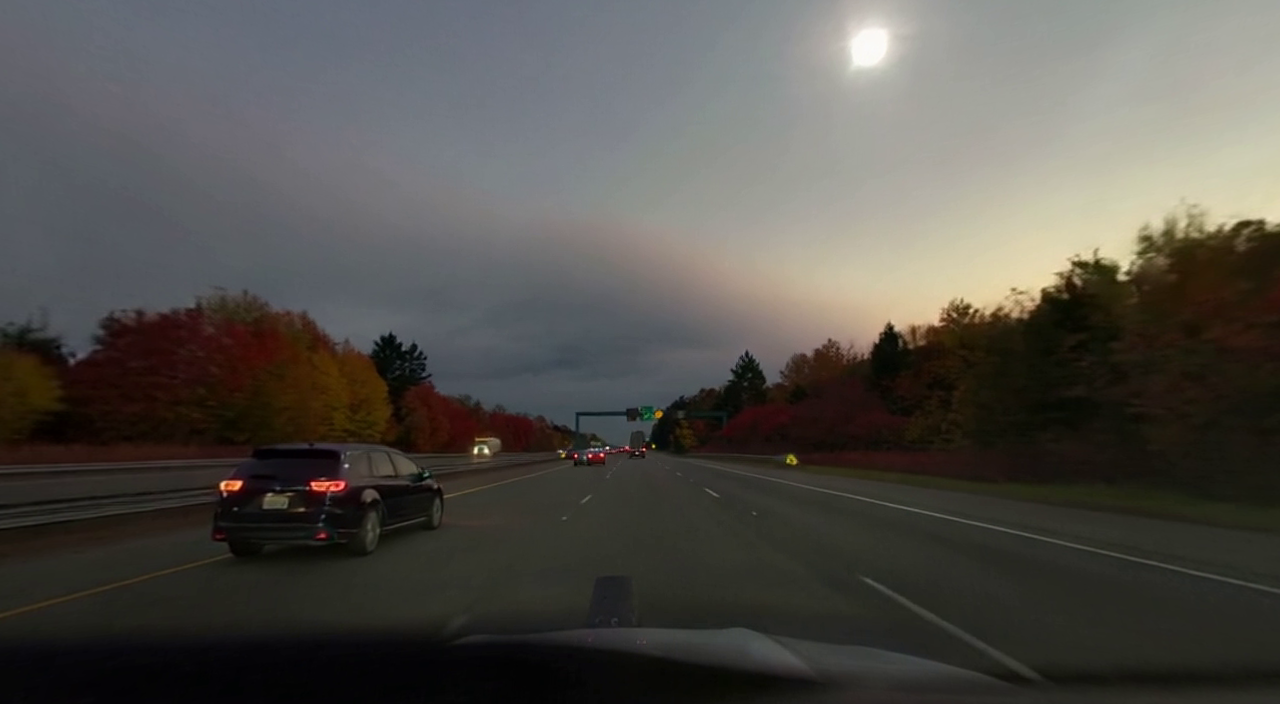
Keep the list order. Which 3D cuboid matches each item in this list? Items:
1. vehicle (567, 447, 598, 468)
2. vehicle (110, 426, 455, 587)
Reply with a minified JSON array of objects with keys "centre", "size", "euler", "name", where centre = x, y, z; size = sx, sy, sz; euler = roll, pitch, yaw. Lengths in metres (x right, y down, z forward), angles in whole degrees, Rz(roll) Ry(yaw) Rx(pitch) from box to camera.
[{"centre":[-4.307,7.959,47.391],"size":[1.963,1.475,3.665],"euler":[0,-9,0],"name":"vehicle"},{"centre":[-4.059,1.811,8.143],"size":[2.071,1.525,4.058],"euler":[0,-9,0],"name":"vehicle"}]
